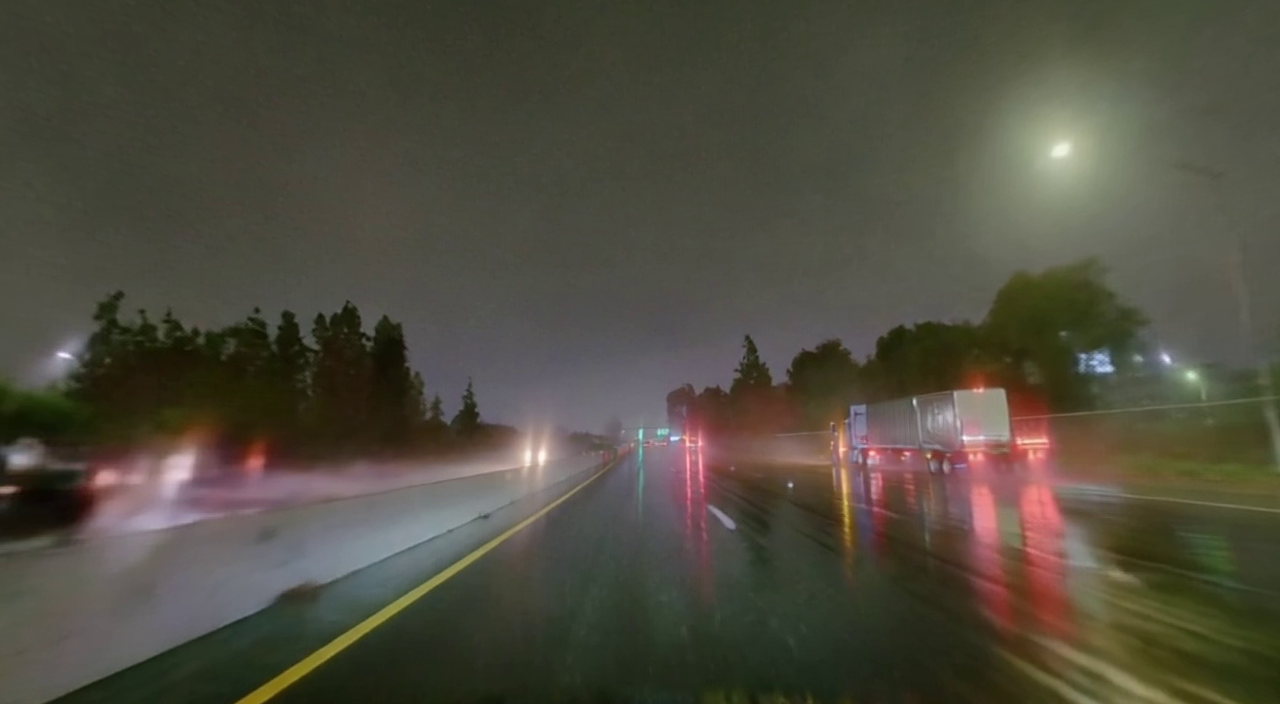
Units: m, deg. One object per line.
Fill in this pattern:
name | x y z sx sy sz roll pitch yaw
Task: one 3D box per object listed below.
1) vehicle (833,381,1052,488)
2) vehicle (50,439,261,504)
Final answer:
vehicle | 10.817 3.278 24.578 2.960 3.207 10.950 0 -8 -1
vehicle | -13.885 3.421 18.661 2.016 1.617 5.258 0 -8 1
